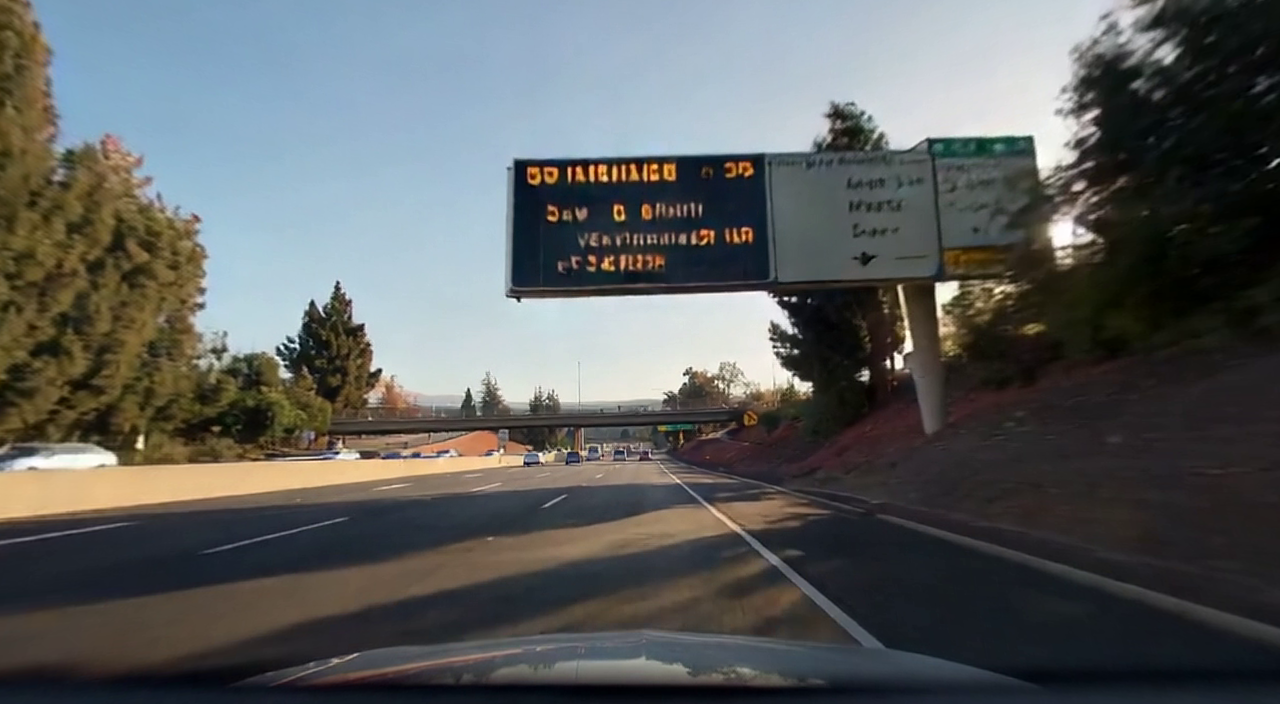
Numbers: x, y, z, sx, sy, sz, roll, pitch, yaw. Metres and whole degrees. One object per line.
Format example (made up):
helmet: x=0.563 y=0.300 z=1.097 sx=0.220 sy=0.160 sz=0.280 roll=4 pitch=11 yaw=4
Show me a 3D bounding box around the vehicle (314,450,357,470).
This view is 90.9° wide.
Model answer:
vehicle: x=-20.785 y=7.373 z=43.139 sx=1.447 sy=1.320 sz=3.188 roll=1 pitch=-9 yaw=-3
